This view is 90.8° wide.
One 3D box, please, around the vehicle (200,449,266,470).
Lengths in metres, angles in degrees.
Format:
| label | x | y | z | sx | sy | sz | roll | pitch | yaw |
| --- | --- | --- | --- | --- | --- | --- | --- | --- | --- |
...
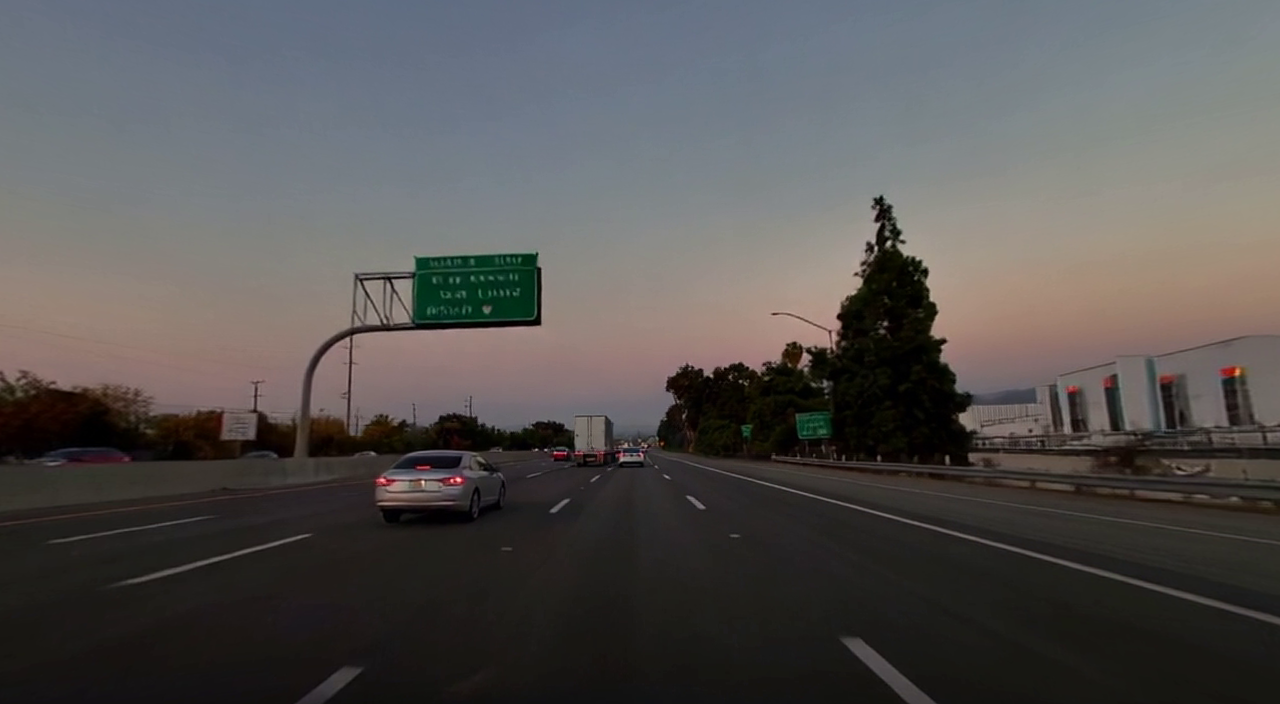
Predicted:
| label | x | y | z | sx | sy | sz | roll | pitch | yaw |
| --- | --- | --- | --- | --- | --- | --- | --- | --- | --- |
| vehicle | -30.920 | 8.172 | 48.165 | 2.099 | 1.527 | 4.542 | 0 | -9 | -1 |

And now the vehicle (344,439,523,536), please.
| label | x | y | z | sx | sy | sz | roll | pitch | yaw |
| --- | --- | --- | --- | --- | --- | --- | --- | --- | --- |
| vehicle | -3.657 | 2.467 | 12.169 | 1.997 | 1.507 | 4.391 | 0 | -9 | 0 |

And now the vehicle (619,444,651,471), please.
| label | x | y | z | sx | sy | sz | roll | pitch | yaw |
| --- | --- | --- | --- | --- | --- | --- | --- | --- | --- |
| vehicle | -0.363 | 6.971 | 41.791 | 2.033 | 1.669 | 4.112 | 0 | -9 | -1 |
